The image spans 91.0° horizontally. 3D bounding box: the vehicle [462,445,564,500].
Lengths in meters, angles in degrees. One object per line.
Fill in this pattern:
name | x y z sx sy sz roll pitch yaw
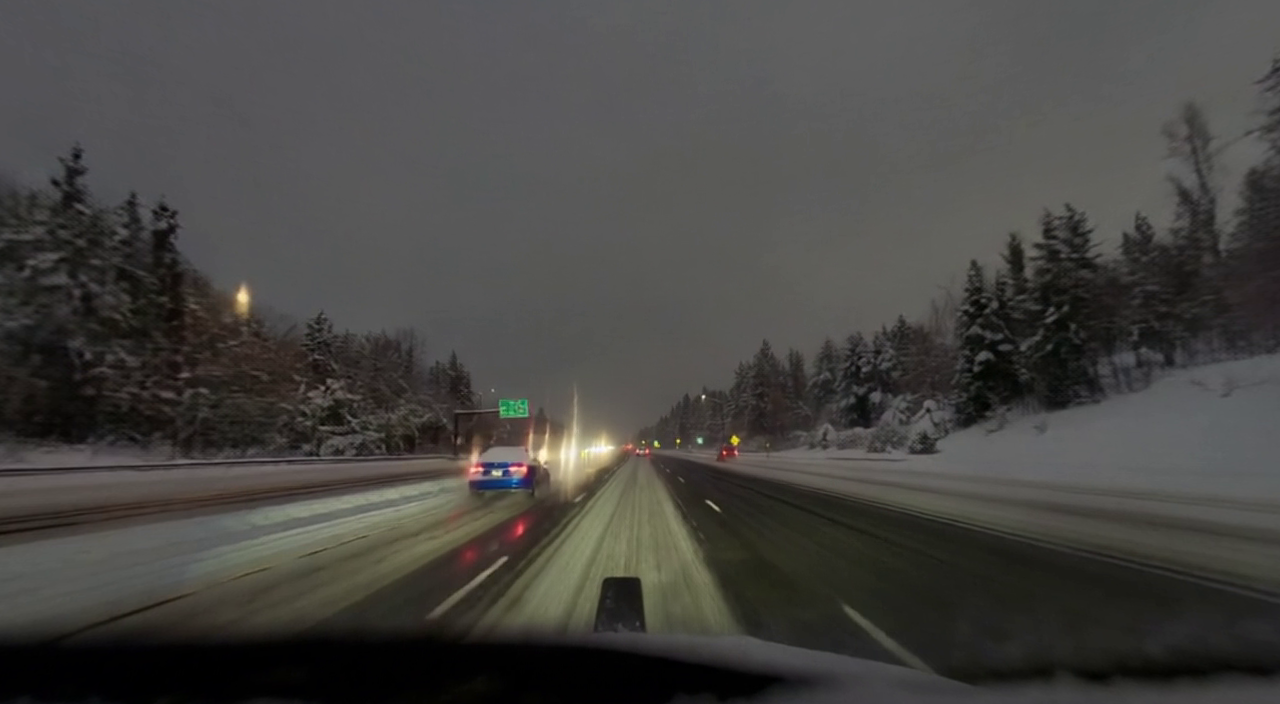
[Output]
vehicle | -3.797 3.704 19.762 2.162 1.493 4.583 0 -9 1
